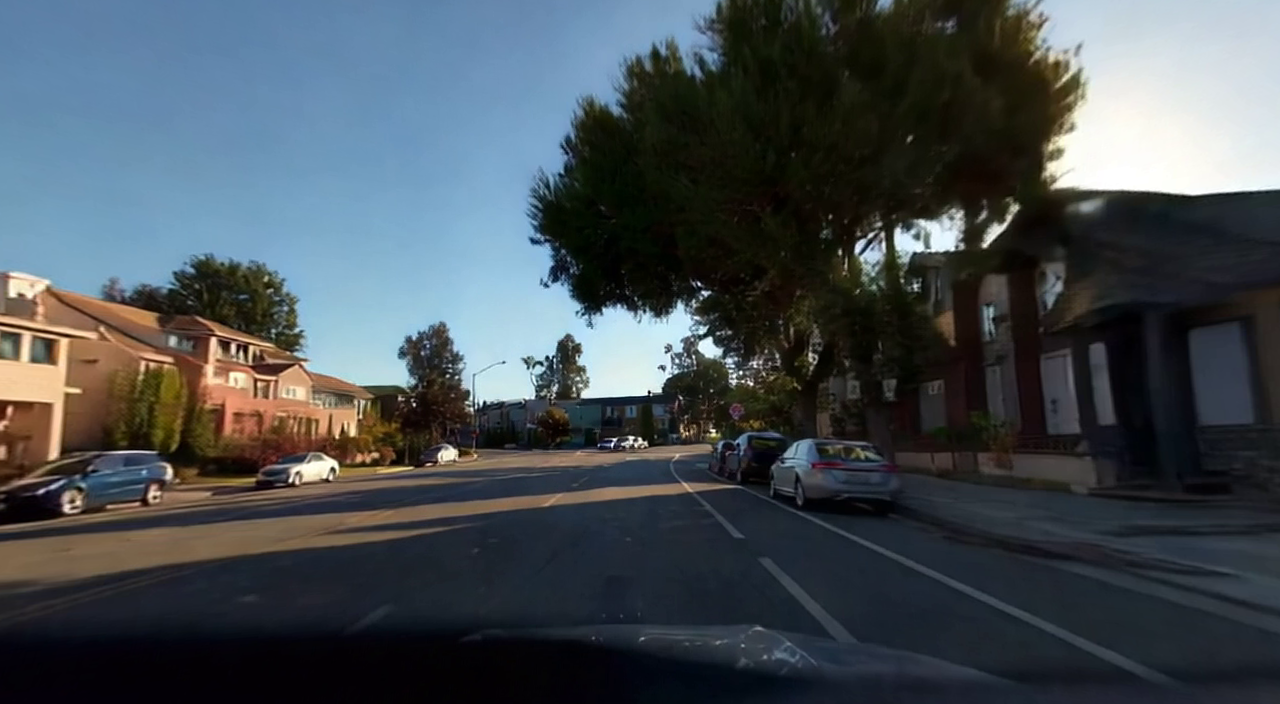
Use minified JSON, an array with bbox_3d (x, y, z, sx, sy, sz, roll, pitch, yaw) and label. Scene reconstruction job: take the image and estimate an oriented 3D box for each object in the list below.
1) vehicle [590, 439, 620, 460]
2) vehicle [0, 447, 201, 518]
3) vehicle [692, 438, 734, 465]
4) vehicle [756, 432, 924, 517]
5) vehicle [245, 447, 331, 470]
[{"bbox_3d":[-2.565,7.272,47.211,1.986,1.508,4.261,0,-8,0],"label":"vehicle"},{"bbox_3d":[-14.144,3.263,16.455,1.923,1.535,4.862,0,-8,0],"label":"vehicle"},{"bbox_3d":[4.245,5.894,37.418,1.964,1.485,4.454,0,-8,1],"label":"vehicle"},{"bbox_3d":[3.911,2.474,13.309,1.956,1.468,4.524,0,-8,-1],"label":"vehicle"},{"bbox_3d":[-22.306,6.739,40.159,4.397,1.423,1.789,0,-8,2],"label":"vehicle"}]
